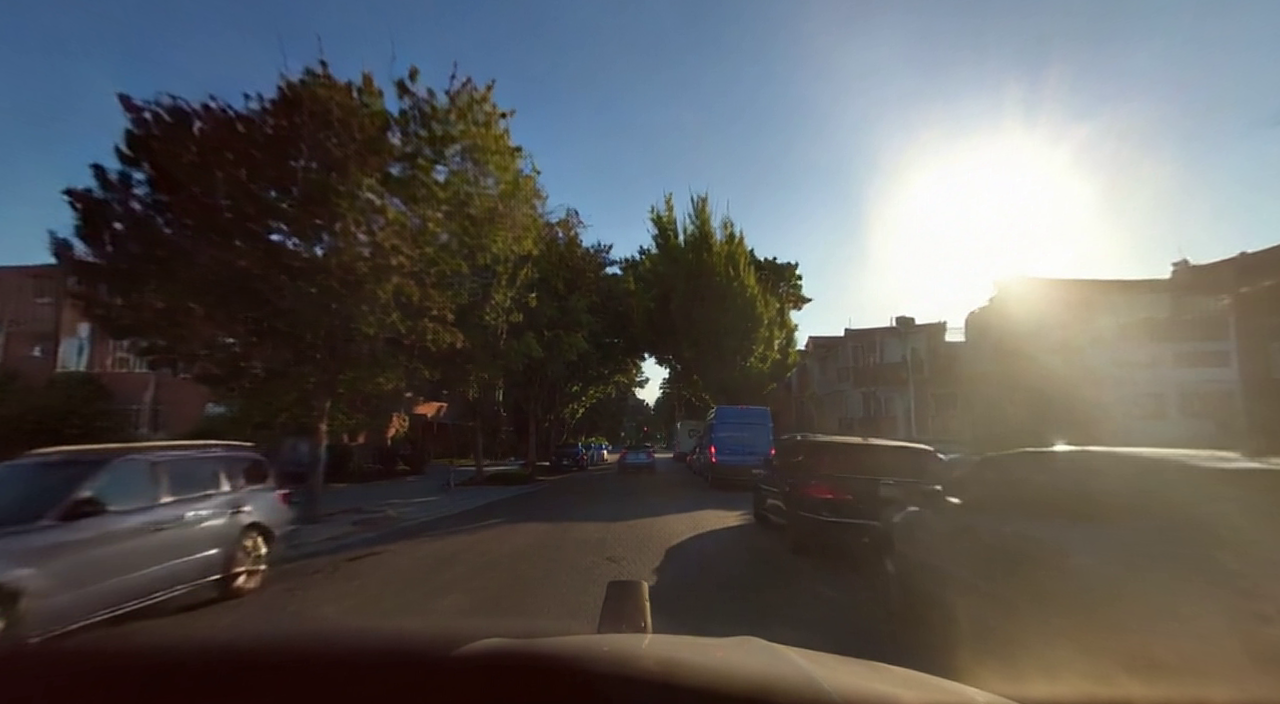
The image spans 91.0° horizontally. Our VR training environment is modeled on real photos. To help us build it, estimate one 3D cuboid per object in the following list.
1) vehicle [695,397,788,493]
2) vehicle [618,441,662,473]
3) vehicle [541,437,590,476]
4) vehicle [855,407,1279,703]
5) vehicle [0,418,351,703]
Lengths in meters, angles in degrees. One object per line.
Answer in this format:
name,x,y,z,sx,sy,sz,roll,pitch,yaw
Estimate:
vehicle,3.273,3.191,21.724,2.245,2.843,5.762,0,-8,0
vehicle,0.013,5.251,31.790,2.095,1.510,3.605,0,-8,0
vehicle,-3.829,5.429,33.096,1.951,1.662,4.046,0,-4,2
vehicle,2.826,1.113,3.326,1.906,1.471,3.941,0,-8,-1
vehicle,-4.598,1.395,5.305,2.090,1.497,4.639,1,-4,1
